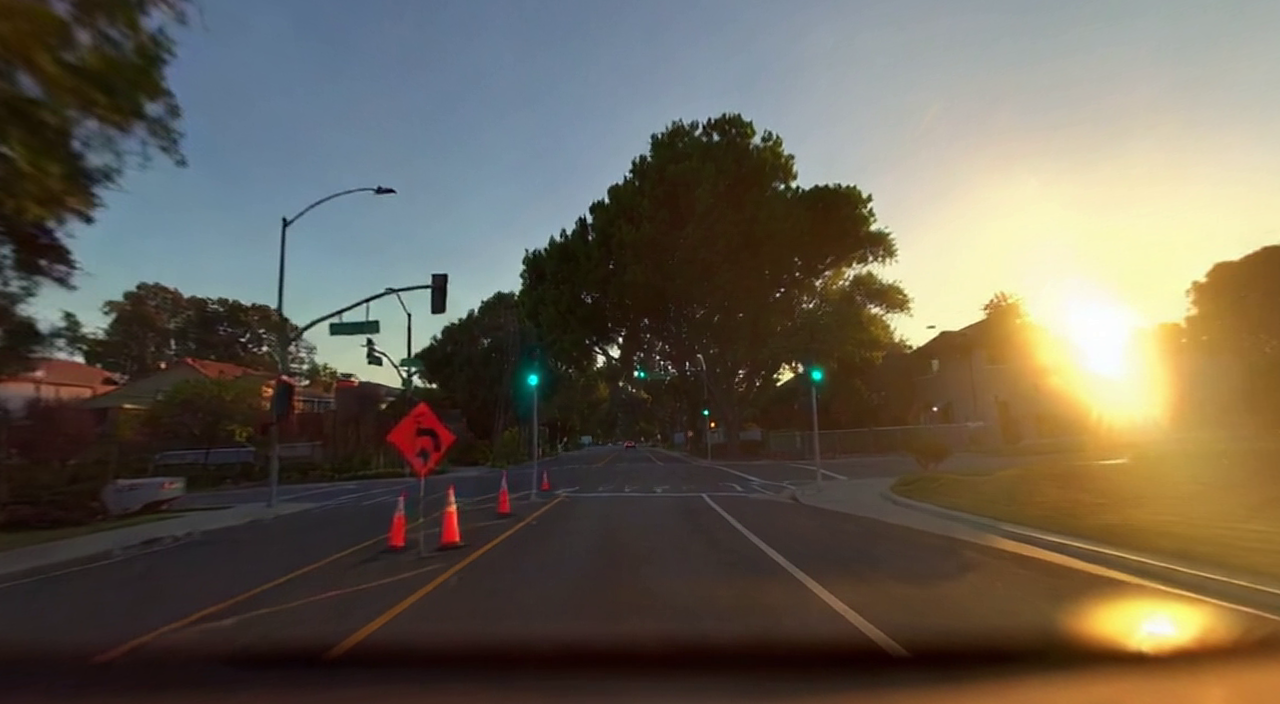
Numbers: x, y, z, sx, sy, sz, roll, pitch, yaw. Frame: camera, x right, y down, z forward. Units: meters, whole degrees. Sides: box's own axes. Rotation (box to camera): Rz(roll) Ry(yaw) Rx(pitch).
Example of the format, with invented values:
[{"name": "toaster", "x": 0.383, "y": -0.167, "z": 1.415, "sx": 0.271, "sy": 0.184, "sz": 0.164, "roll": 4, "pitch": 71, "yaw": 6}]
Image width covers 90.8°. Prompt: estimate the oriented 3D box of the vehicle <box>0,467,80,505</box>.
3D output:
[{"name": "vehicle", "x": -33.758, "y": 7.273, "z": 34.335, "sx": 4.433, "sy": 1.908, "sz": 2.090, "roll": 0, "pitch": -8, "yaw": -4}]
